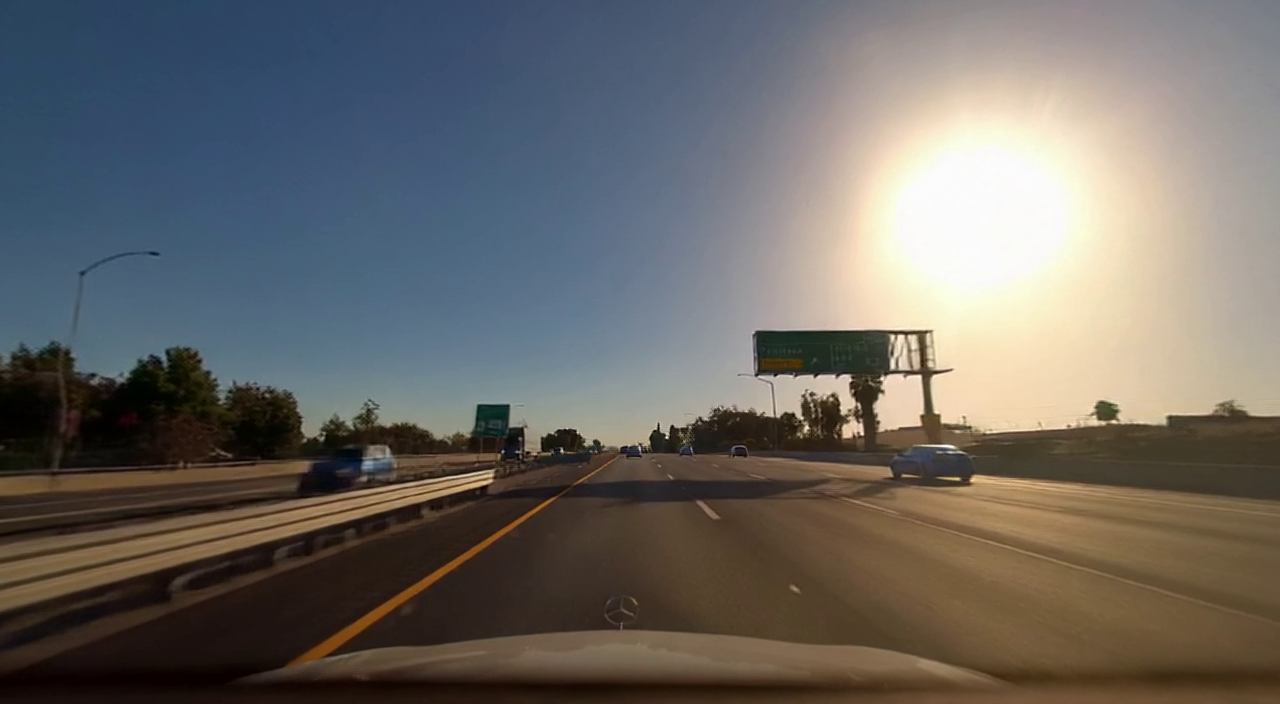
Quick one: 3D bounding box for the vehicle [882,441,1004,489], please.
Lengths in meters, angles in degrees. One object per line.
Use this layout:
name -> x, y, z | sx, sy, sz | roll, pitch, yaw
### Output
vehicle -> 10.671, 3.964, 22.734 | 2.024, 1.481, 4.747 | 0, -8, 0

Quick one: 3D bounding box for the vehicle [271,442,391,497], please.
vehicle -> -10.479, 3.963, 21.808 | 2.153, 1.664, 3.881 | 0, -8, 0
